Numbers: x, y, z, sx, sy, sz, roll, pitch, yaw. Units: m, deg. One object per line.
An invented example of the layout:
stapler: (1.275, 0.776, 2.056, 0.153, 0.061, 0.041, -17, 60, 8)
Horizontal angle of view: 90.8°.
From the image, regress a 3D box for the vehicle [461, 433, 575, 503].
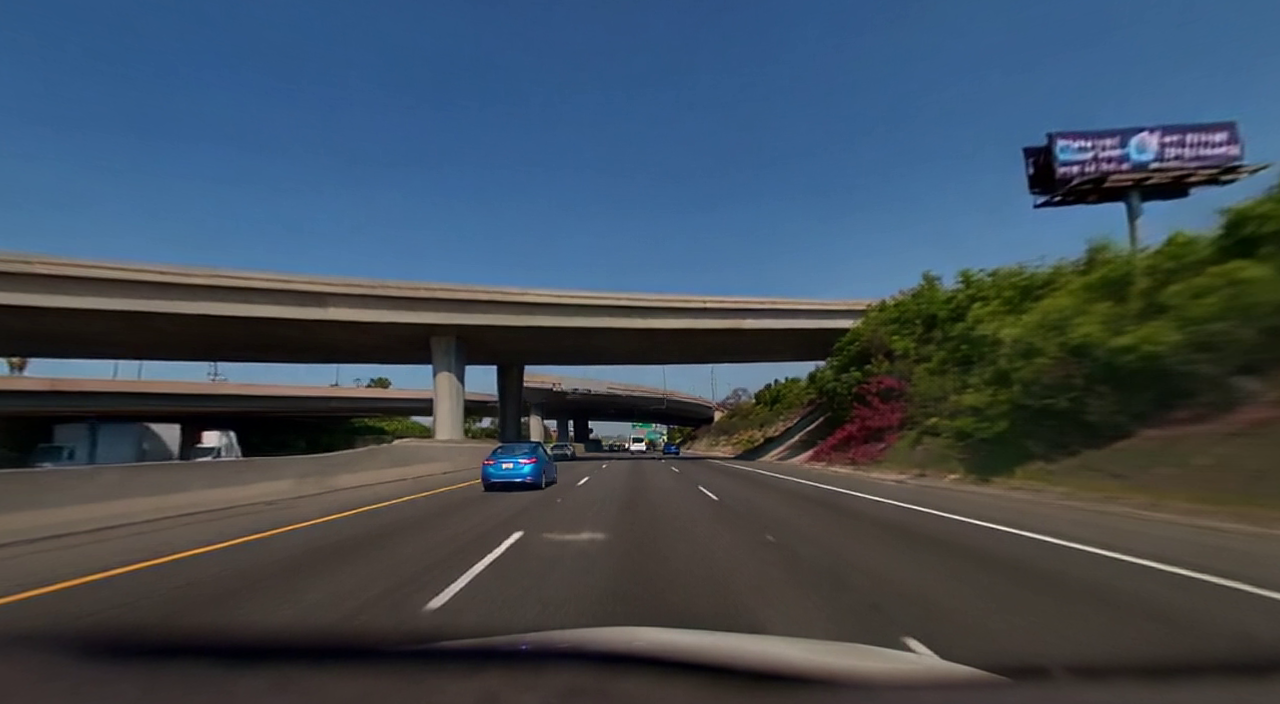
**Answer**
vehicle: (-3.001, 2.968, 16.694, 2.029, 1.557, 4.570, 0, -8, 1)

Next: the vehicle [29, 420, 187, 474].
vehicle: (-40.892, 7.395, 49.381, 2.976, 3.691, 10.721, 0, -8, 0)
